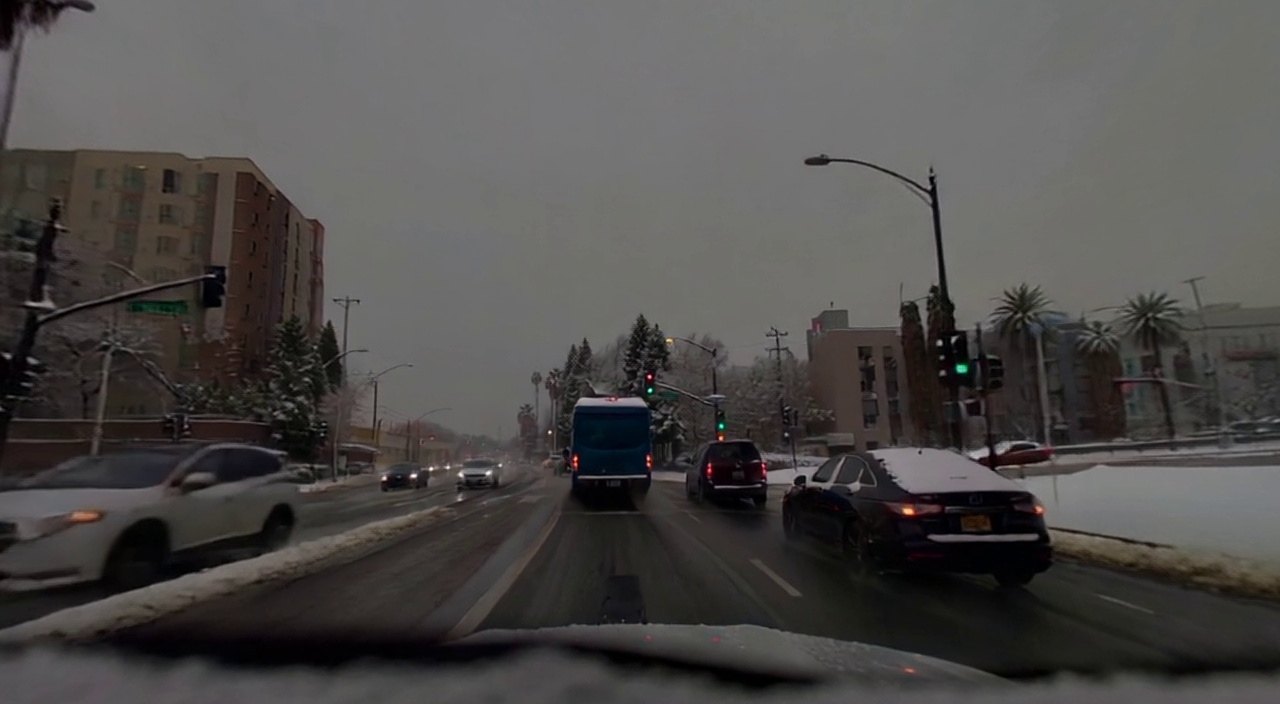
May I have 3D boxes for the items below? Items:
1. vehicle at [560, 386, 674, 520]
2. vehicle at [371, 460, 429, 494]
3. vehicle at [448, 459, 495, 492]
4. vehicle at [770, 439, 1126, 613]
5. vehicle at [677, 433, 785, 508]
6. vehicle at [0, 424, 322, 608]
[{"bbox_3d":[-0.824,2.729,17.085,2.517,2.926,6.177,1,-9,-6],"label":"vehicle"},{"bbox_3d":[-12.891,6.695,33.972,1.959,1.636,4.159,1,-9,-8],"label":"vehicle"},{"bbox_3d":[-8.614,6.343,32.438,1.878,1.540,3.939,1,-9,-9],"label":"vehicle"},{"bbox_3d":[3.229,1.911,7.935,1.978,1.507,4.636,0,-9,-2],"label":"vehicle"},{"bbox_3d":[2.574,3.584,19.394,2.157,1.944,5.423,1,-9,-4],"label":"vehicle"},{"bbox_3d":[-6.330,1.916,8.245,2.058,1.730,4.466,0,-9,-2],"label":"vehicle"}]
